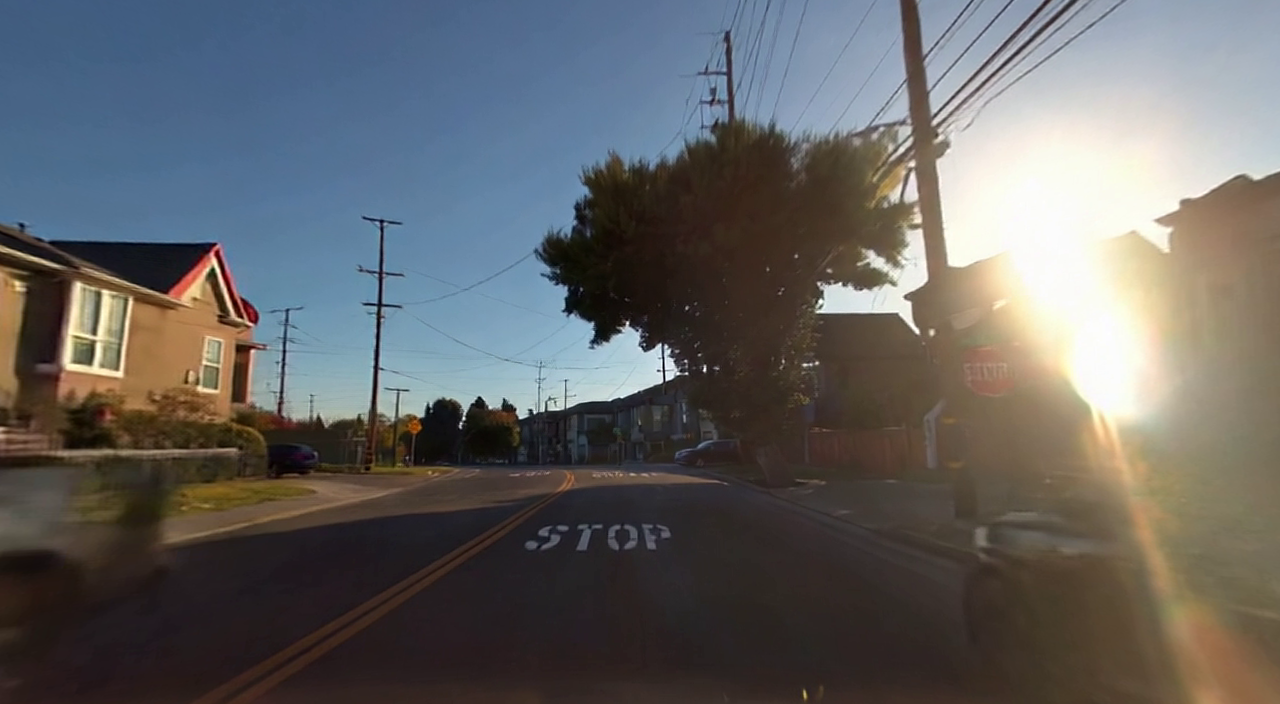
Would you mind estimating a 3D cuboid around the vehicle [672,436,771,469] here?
[{"bbox_3d":[4.965,6.198,38.773,5.578,1.842,2.300,3,-9,-12],"label":"vehicle"}]

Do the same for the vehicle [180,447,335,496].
[{"bbox_3d":[-13.157,4.117,21.954,4.146,1.535,1.862,0,-8,-3],"label":"vehicle"}]

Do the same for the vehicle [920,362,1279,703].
[{"bbox_3d":[2.715,0.771,1.483,2.080,1.531,4.415,0,-8,0],"label":"vehicle"}]
